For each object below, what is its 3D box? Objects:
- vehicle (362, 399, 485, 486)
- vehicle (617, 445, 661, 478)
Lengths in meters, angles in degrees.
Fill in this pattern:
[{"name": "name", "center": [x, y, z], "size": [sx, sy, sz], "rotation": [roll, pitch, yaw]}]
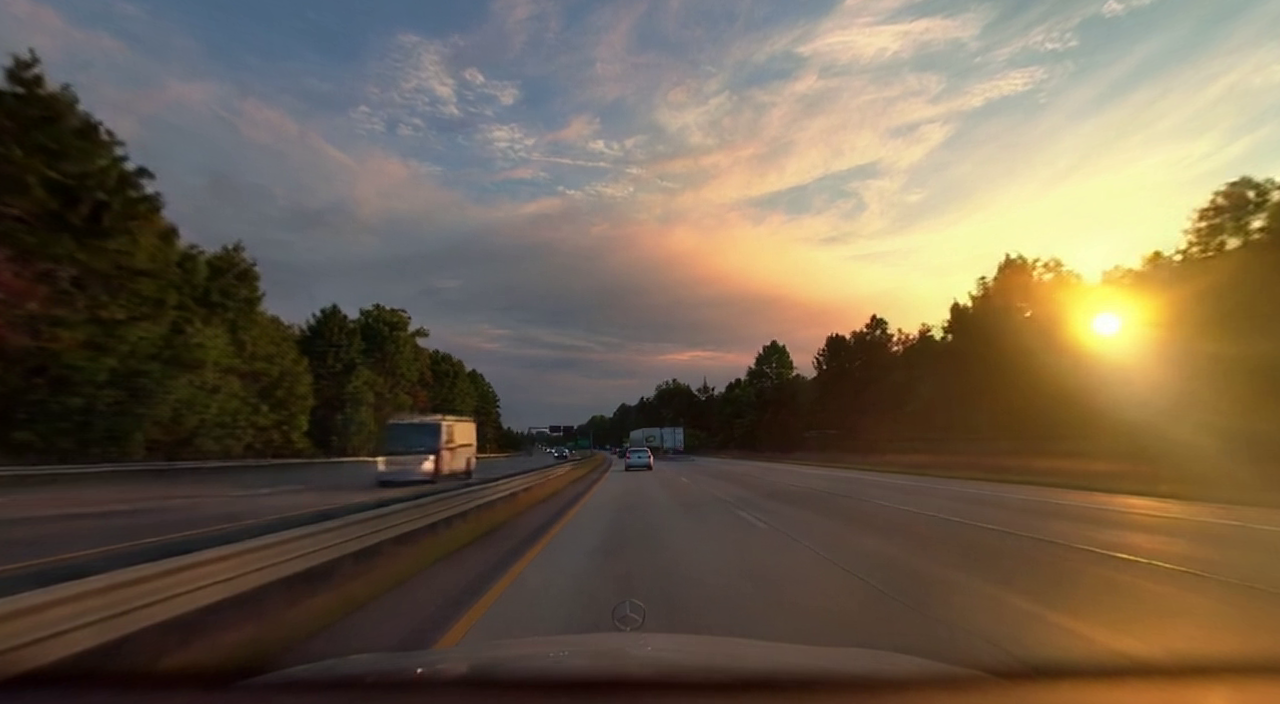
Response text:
[{"name": "vehicle", "center": [-8.235, 3.619, 25.047], "size": [2.286, 2.908, 7.241], "rotation": [0, -9, 0]}, {"name": "vehicle", "center": [-0.081, 5.457, 31.589], "size": [2.069, 1.523, 4.012], "rotation": [0, -9, -1]}]
